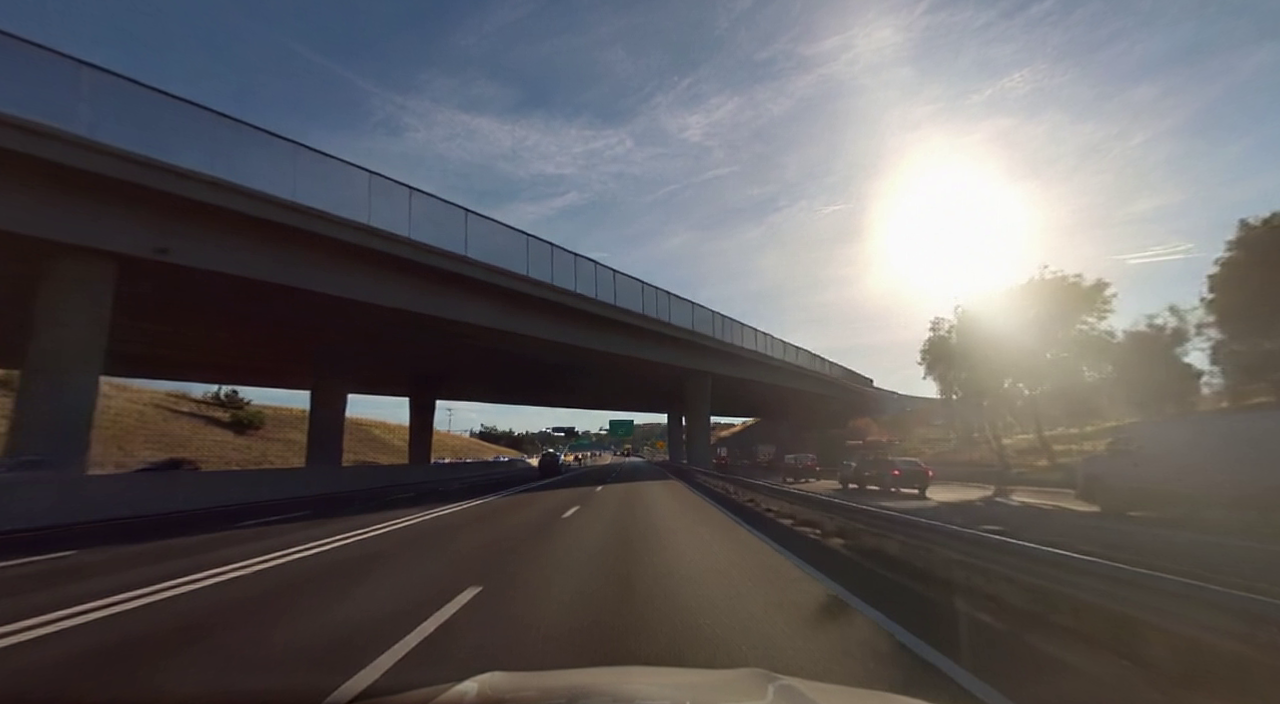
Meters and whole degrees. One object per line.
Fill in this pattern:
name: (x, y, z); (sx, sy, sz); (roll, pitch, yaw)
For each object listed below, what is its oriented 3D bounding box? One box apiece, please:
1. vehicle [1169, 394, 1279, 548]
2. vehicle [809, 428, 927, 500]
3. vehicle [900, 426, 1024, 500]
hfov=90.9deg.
vehicle: (15.889, 2.423, 12.524); (2.635, 3.459, 9.104); (0, -9, -1)
vehicle: (12.787, 6.412, 36.799); (2.941, 3.578, 10.624); (0, -9, 0)
vehicle: (18.374, 6.375, 36.875); (2.698, 3.744, 8.974); (0, -9, 2)
